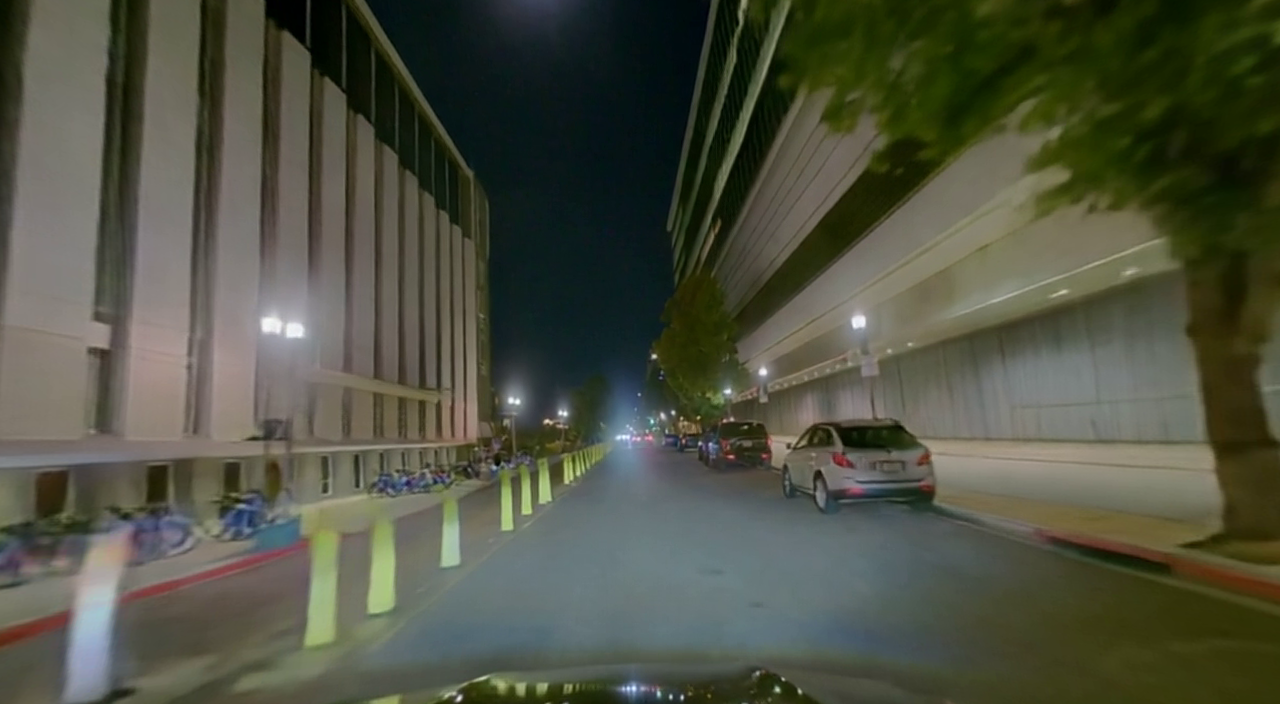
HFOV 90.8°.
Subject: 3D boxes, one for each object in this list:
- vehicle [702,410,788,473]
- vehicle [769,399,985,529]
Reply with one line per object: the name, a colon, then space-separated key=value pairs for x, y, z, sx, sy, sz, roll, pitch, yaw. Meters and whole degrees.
vehicle: x=3.444 y=3.053 z=21.714 sx=2.127 sy=1.864 sz=4.892 roll=-1 pitch=-8 yaw=0
vehicle: x=3.784 y=1.854 z=11.080 sx=1.999 sy=1.769 sz=4.191 roll=-1 pitch=-7 yaw=-2
